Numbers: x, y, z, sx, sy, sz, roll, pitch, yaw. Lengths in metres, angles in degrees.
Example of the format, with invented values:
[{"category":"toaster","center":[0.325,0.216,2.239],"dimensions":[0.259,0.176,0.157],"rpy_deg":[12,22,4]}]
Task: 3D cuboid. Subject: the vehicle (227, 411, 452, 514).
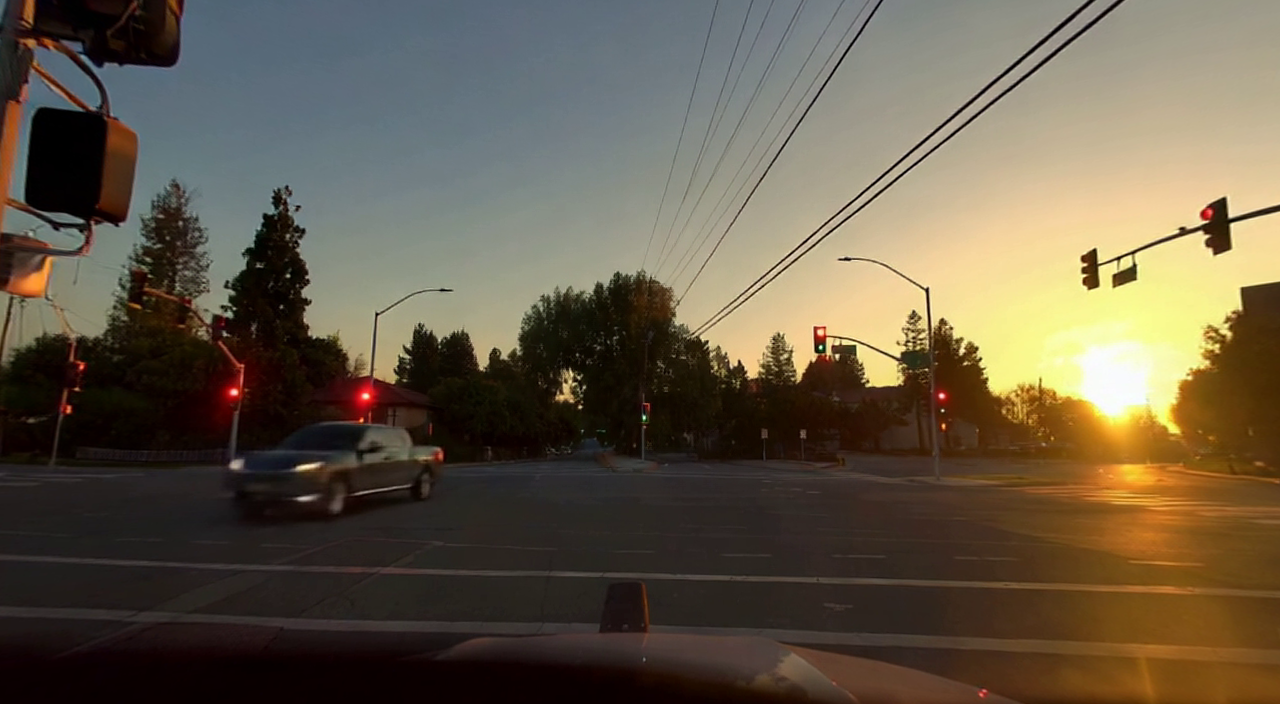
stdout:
[{"category":"vehicle","center":[-6.093,2.337,13.838],"dimensions":[2.234,1.796,5.416],"rpy_deg":[0,-8,0]}]
